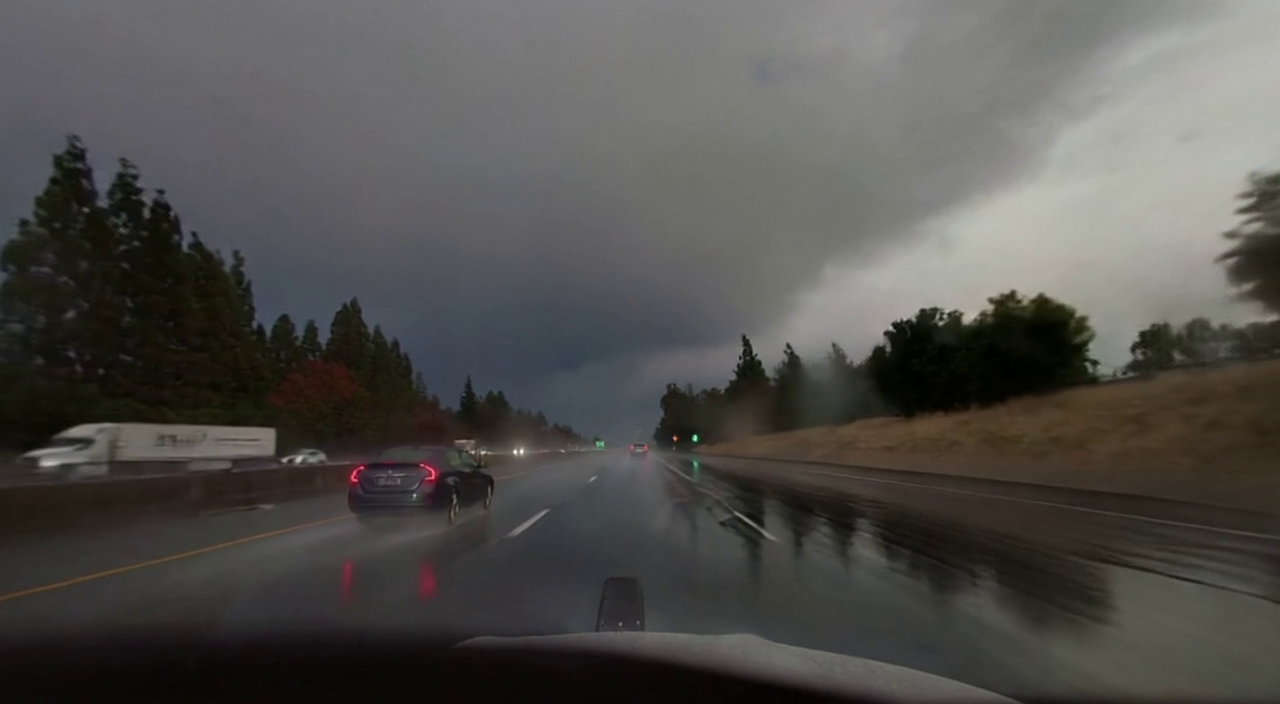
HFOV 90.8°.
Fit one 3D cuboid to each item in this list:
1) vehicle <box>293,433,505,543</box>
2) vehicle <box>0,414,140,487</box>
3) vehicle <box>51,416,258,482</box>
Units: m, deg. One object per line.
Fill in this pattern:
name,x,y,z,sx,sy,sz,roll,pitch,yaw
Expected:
vehicle,-3.929,2.278,11.251,2.050,1.547,4.266,0,-9,1
vehicle,-36.111,6.128,39.501,3.015,4.073,8.024,0,-9,-1
vehicle,-36.233,7.478,48.977,2.926,4.206,16.722,0,-9,0
